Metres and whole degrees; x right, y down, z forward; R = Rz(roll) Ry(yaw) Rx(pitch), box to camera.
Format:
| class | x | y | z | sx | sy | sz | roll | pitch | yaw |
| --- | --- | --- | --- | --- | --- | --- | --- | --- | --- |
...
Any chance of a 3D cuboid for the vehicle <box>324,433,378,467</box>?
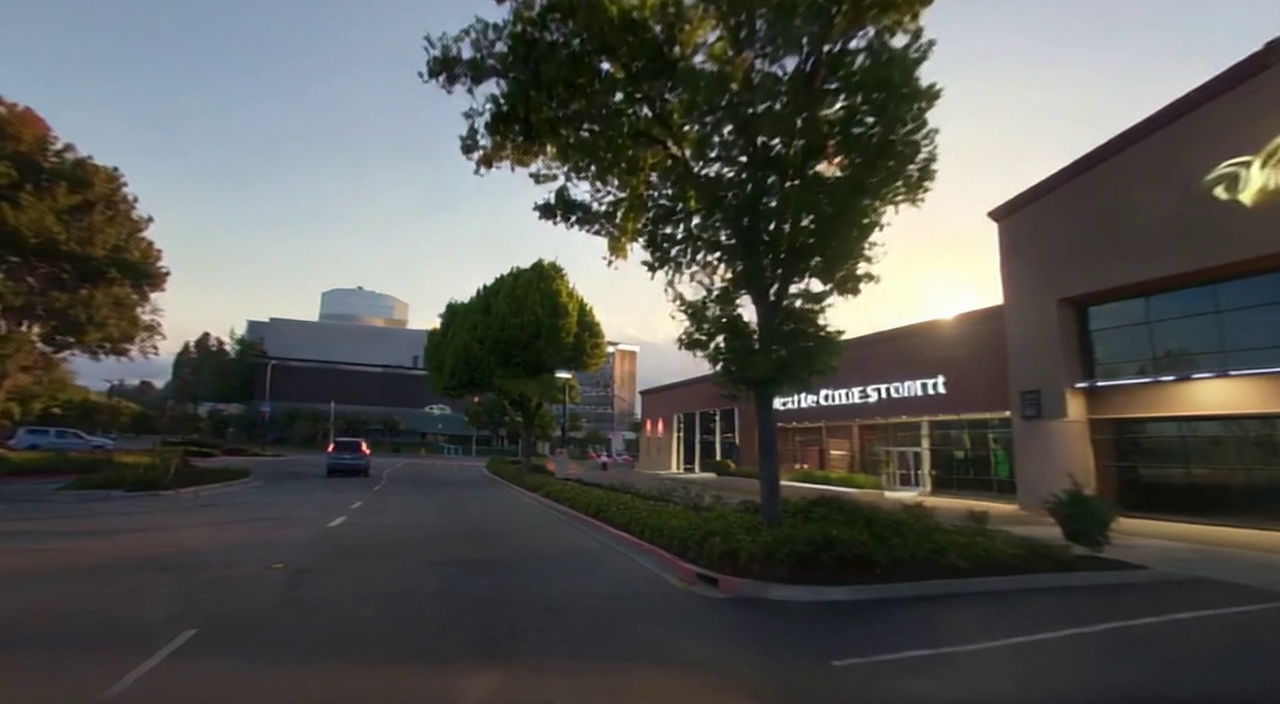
| class | x | y | z | sx | sy | sz | roll | pitch | yaw |
| --- | --- | --- | --- | --- | --- | --- | --- | --- | --- |
| vehicle | -16.369 | 5.559 | 36.010 | 2.180 | 1.806 | 4.541 | 3 | -8 | -18 |
